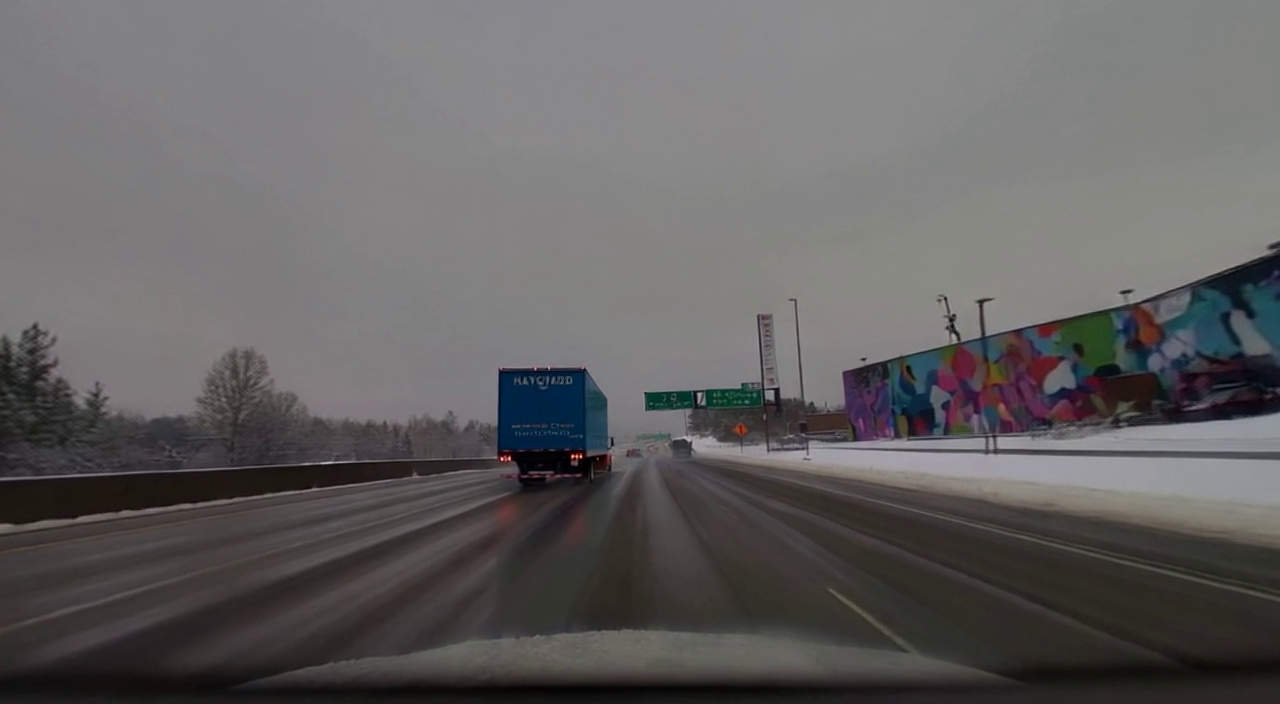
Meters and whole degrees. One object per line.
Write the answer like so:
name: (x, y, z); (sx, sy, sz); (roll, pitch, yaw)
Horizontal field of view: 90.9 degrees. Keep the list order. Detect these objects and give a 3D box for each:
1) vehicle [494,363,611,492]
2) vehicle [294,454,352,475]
vehicle: (-2.997, 2.976, 24.508); (2.977, 4.048, 8.890); (-1, -8, 2)
vehicle: (-24.826, 8.801, 49.535); (2.111, 1.503, 4.460); (-1, -9, 2)
